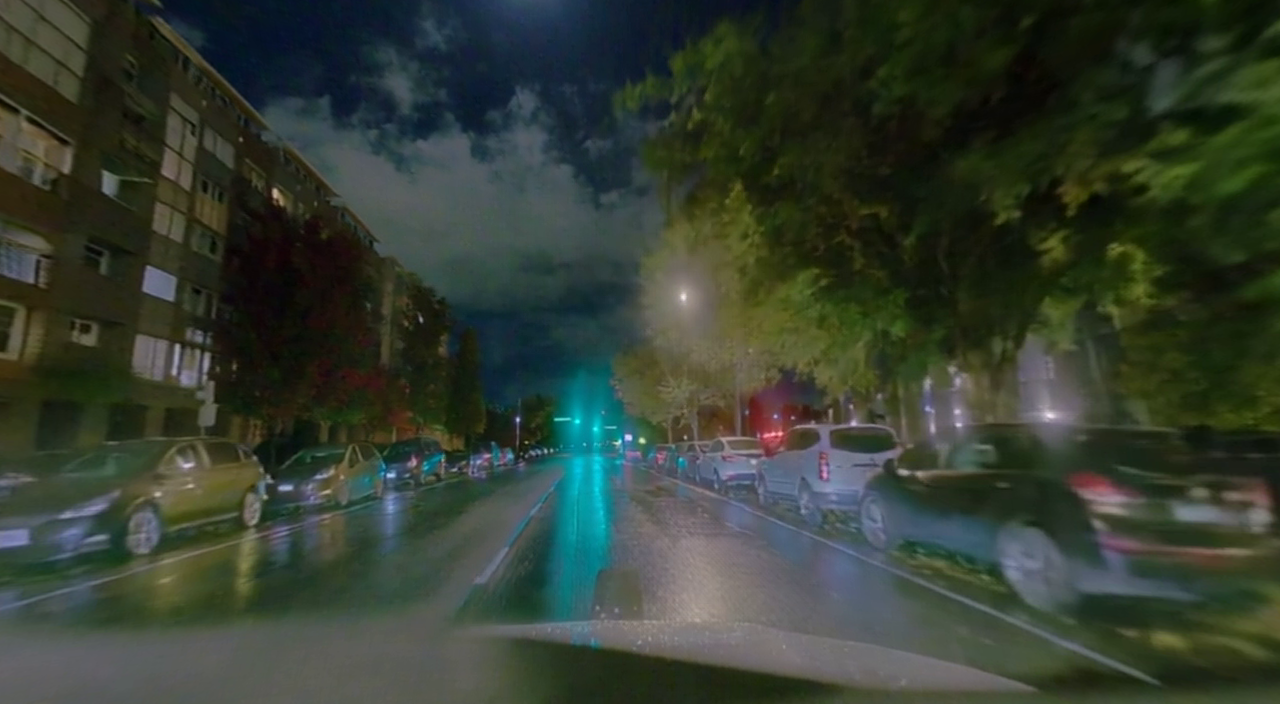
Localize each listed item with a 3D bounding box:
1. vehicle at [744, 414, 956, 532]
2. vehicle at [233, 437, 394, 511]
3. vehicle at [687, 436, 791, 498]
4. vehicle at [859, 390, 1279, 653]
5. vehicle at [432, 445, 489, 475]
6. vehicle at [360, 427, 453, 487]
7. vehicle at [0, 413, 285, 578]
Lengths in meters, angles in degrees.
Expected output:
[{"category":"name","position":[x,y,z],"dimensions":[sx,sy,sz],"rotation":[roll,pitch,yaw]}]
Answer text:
[{"category":"vehicle","position":[3.632,2.197,12.069],"dimensions":[2.071,1.781,4.737],"rotation":[1,-9,-5]},{"category":"vehicle","position":[-8.397,3.138,16.824],"dimensions":[2.055,1.663,4.889],"rotation":[1,-8,-5]},{"category":"vehicle","position":[2.690,3.267,18.375],"dimensions":[2.009,1.547,4.574],"rotation":[0,-8,-4]},{"category":"vehicle","position":[3.935,1.302,5.919],"dimensions":[1.954,1.507,4.356],"rotation":[0,-8,-3]},{"category":"vehicle","position":[-9.668,5.833,34.282],"dimensions":[2.057,1.486,4.759],"rotation":[0,-8,-4]},{"category":"vehicle","position":[-9.223,4.183,25.419],"dimensions":[2.146,2.167,5.339],"rotation":[1,-8,-5]},{"category":"vehicle","position":[-7.836,2.075,9.748],"dimensions":[2.072,1.840,5.197],"rotation":[-1,-9,-6]}]
